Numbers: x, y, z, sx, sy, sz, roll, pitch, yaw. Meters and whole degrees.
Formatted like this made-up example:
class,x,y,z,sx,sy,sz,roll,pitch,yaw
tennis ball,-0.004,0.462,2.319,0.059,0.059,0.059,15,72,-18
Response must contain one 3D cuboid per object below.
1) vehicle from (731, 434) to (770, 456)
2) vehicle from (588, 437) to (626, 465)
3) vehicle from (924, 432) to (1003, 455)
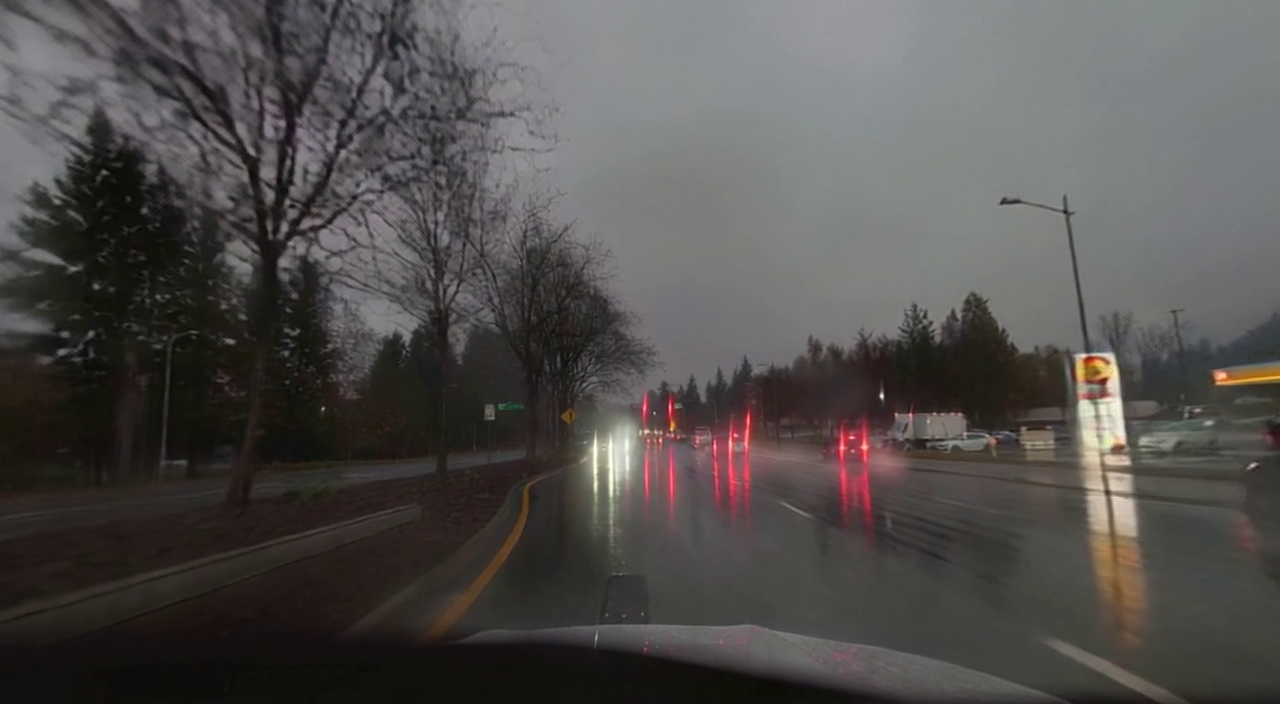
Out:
class,x,y,z,sx,sy,sz,roll,pitch,yaw
vehicle,8.636,7.324,49.637,1.991,1.695,4.357,1,-9,-4
vehicle,-1.823,5.626,35.950,2.032,1.461,4.173,0,-9,-1
vehicle,22.146,6.294,43.374,1.784,1.472,4.532,4,-10,-26
